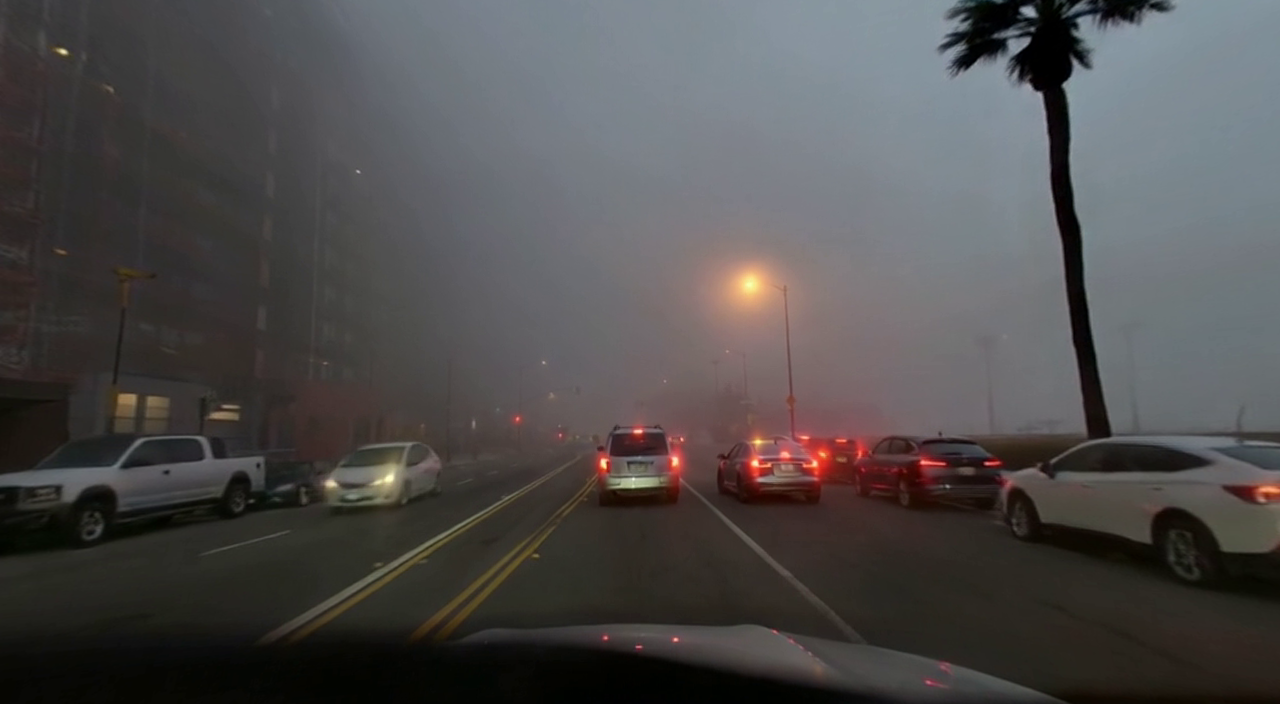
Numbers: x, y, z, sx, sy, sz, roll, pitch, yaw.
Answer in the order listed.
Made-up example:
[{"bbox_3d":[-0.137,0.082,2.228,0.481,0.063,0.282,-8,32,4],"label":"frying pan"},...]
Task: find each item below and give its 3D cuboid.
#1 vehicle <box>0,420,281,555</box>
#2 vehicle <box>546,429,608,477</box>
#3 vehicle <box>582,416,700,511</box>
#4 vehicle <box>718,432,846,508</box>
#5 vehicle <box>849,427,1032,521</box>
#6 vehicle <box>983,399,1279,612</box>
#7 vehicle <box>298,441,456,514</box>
[{"bbox_3d":[-10.015,2.655,12.541,2.294,1.948,6.025,-6,-10,0],"label":"vehicle"},{"bbox_3d":[-2.626,4.348,27.474,2.180,1.879,4.452,-1,-9,1],"label":"vehicle"},{"bbox_3d":[0.000,2.468,14.352,2.264,1.798,4.258,0,-9,0],"label":"vehicle"},{"bbox_3d":[3.113,2.675,14.754,1.999,1.487,3.939,0,-9,-1],"label":"vehicle"},{"bbox_3d":[6.163,2.486,13.611,1.819,1.672,4.139,0,-7,-1],"label":"vehicle"},{"bbox_3d":[6.339,1.620,7.501,1.886,1.792,4.525,0,-9,-1],"label":"vehicle"},{"bbox_3d":[-6.112,2.937,15.361,2.020,1.486,4.363,0,-9,-1],"label":"vehicle"}]
